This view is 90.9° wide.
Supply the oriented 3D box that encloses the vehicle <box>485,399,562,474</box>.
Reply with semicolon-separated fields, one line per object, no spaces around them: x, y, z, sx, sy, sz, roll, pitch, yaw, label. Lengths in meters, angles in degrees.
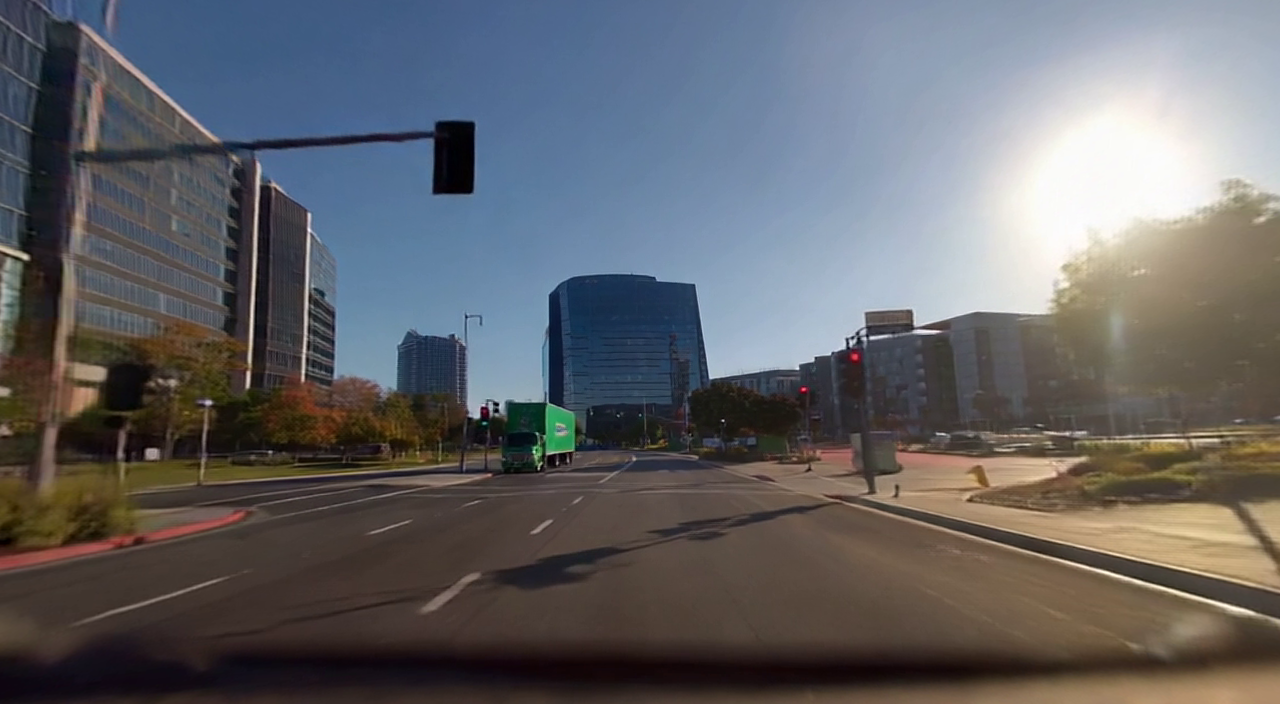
-6.851;5.189;38.378;3.053;4.058;8.110;0;-9;0;vehicle
